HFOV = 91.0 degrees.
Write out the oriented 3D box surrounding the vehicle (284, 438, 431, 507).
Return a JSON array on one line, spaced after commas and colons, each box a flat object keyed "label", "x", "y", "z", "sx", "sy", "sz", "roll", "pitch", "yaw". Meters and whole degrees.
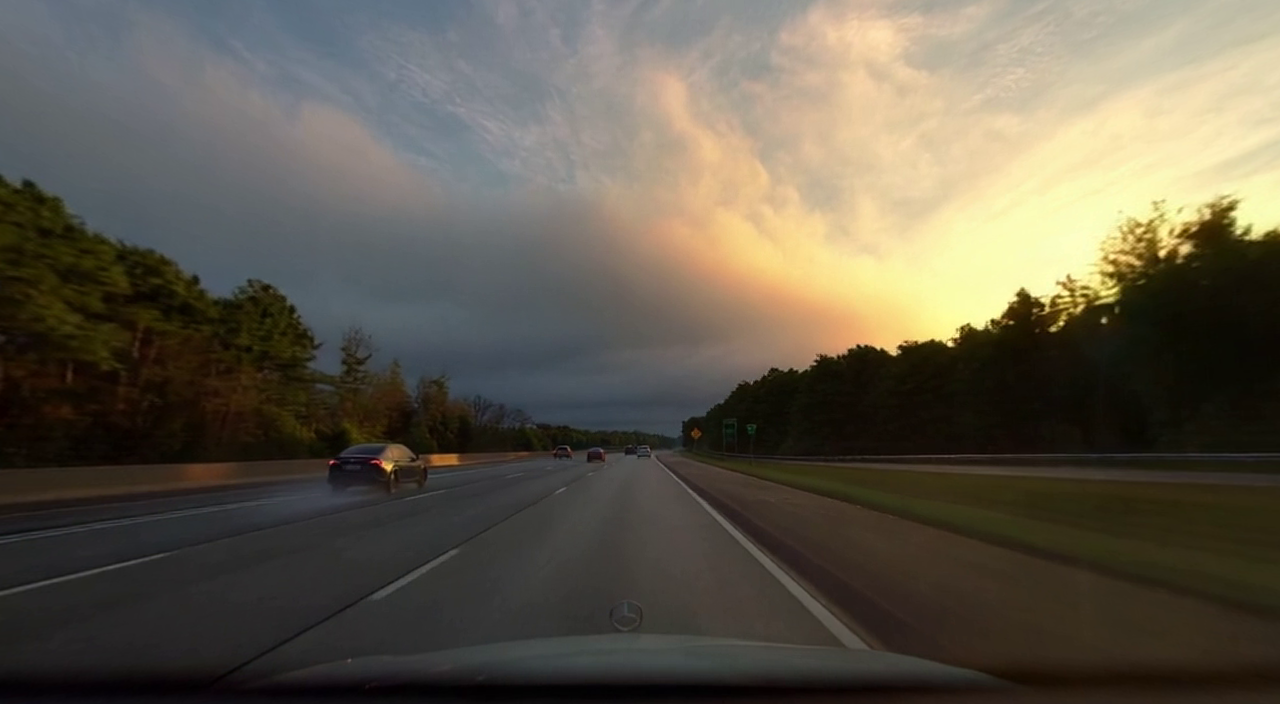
[{"label": "vehicle", "x": -7.385, "y": 3.180, "z": 17.022, "sx": 2.007, "sy": 1.616, "sz": 4.141, "roll": 0, "pitch": -9, "yaw": 1}]
